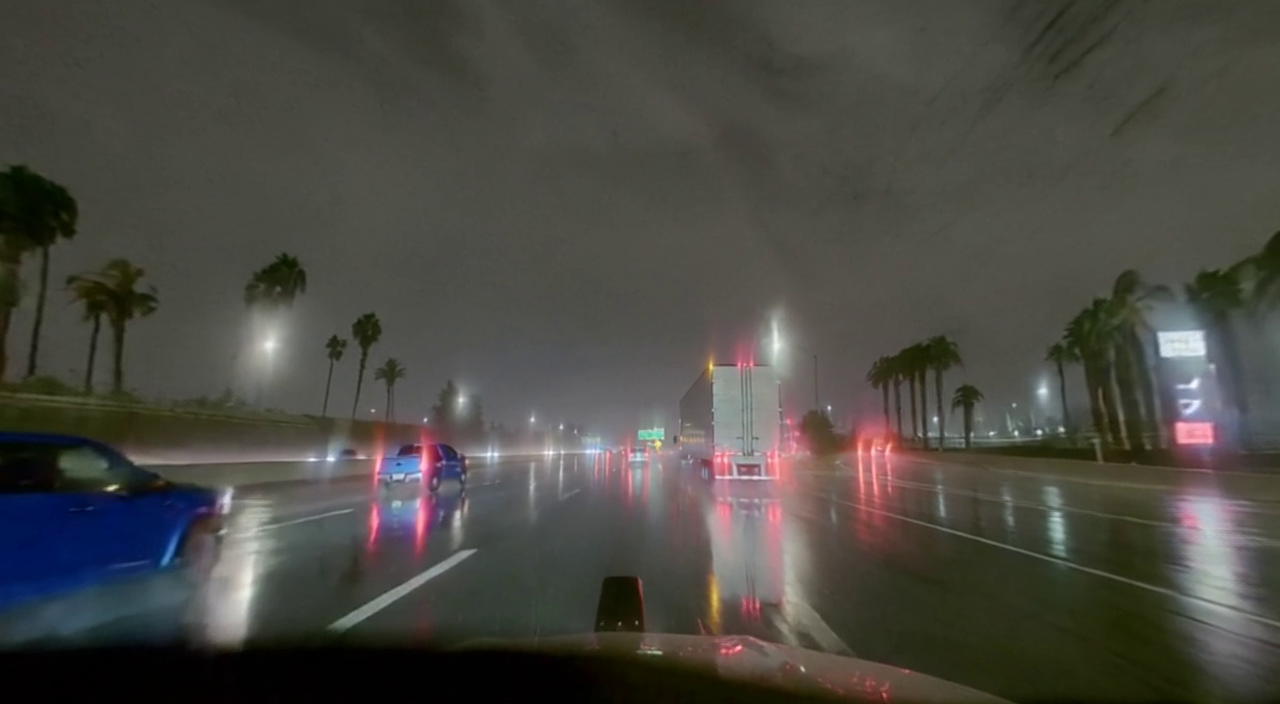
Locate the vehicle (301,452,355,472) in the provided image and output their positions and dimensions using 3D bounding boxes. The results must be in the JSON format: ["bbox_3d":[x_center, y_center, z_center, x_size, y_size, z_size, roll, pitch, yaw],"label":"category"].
[{"bbox_3d":[-24.407,8.596,49.424,1.805,1.469,4.586,0,-9,2],"label":"vehicle"}]

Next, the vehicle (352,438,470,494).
[{"bbox_3d":[-7.890,3.980,22.371,2.264,1.728,4.940,0,-9,1],"label":"vehicle"}]

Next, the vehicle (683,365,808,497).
[{"bbox_3d":[3.837,3.686,27.930,2.891,4.123,16.415,0,-9,1],"label":"vehicle"}]

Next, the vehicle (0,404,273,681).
[{"bbox_3d":[-4.651,1.141,3.982,2.120,1.537,4.139,0,-9,0],"label":"vehicle"}]
